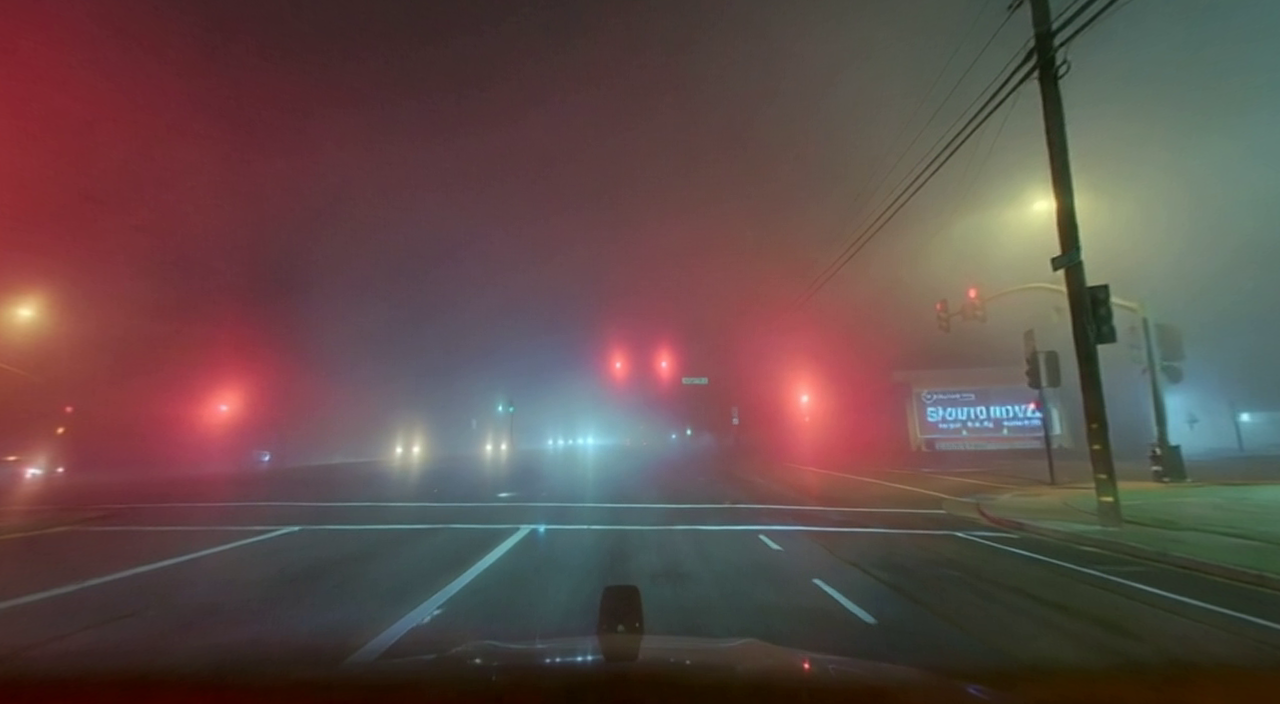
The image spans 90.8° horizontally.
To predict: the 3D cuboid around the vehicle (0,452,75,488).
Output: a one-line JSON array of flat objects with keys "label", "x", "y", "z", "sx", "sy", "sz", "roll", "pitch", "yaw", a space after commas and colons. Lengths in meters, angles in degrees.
[{"label": "vehicle", "x": -27.772, "y": 5.108, "z": 27.496, "sx": 4.500, "sy": 1.465, "sz": 1.936, "roll": 0, "pitch": -8, "yaw": 1}]
